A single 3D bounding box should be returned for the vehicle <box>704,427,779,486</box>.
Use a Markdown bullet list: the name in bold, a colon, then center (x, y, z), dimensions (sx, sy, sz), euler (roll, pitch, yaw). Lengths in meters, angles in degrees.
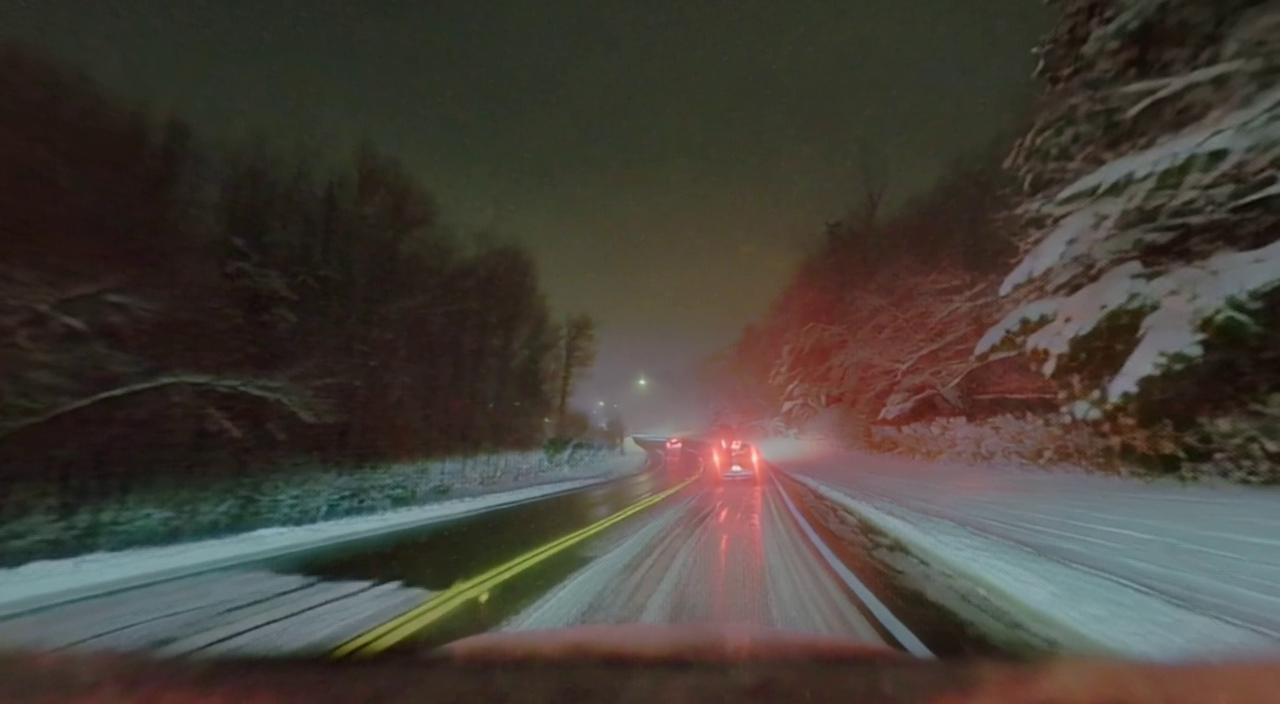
- **vehicle**: center (3.897, 3.978, 24.359), dimensions (2.500, 1.961, 5.637), euler (-1, -8, 9)
